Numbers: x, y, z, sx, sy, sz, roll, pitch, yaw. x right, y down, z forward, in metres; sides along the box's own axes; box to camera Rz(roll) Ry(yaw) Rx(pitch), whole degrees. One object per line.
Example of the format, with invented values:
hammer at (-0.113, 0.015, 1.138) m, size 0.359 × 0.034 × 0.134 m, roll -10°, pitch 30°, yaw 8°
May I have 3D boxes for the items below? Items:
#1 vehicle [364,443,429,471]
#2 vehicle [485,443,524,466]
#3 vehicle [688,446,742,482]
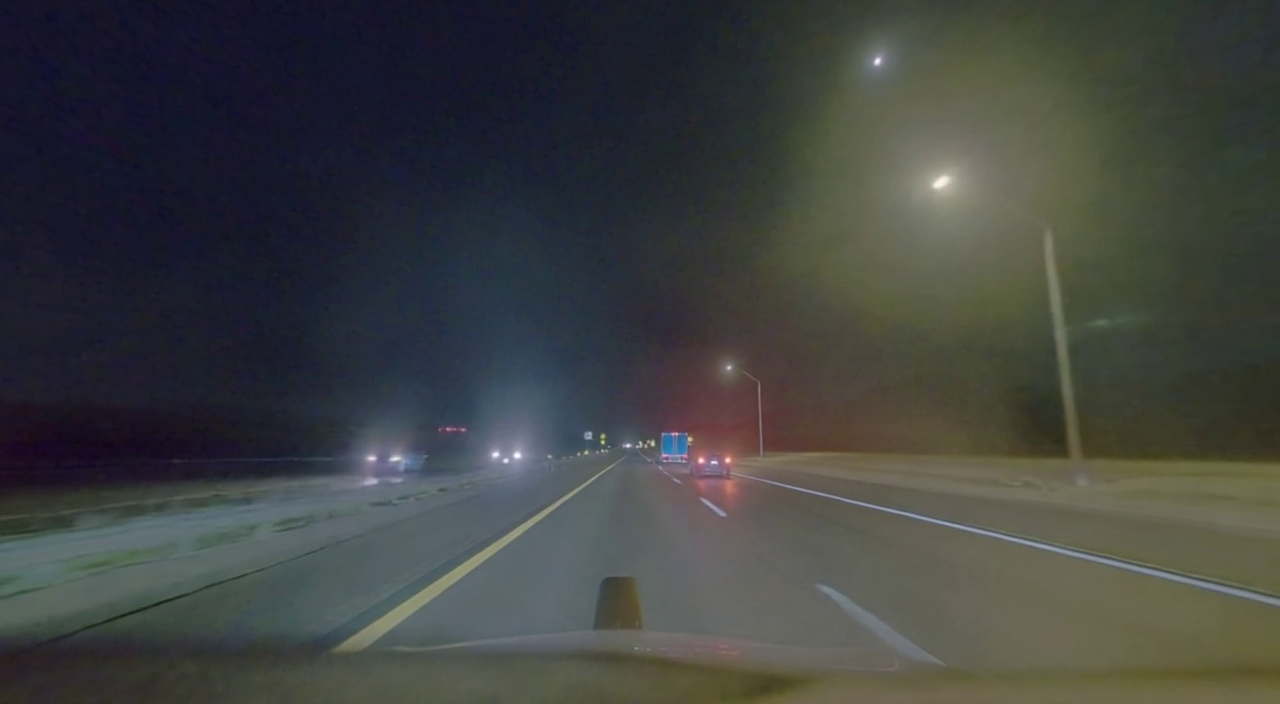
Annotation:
vehicle at (-13.740, 5.926, 35.755) m, size 1.886 × 1.475 × 4.427 m, roll 0°, pitch -9°, yaw 0°
vehicle at (-9.597, 7.268, 44.758) m, size 1.876 × 1.500 × 3.973 m, roll 0°, pitch -9°, yaw 0°
vehicle at (3.318, 5.013, 28.356) m, size 1.836 × 1.459 × 3.766 m, roll 0°, pitch -9°, yaw -2°
